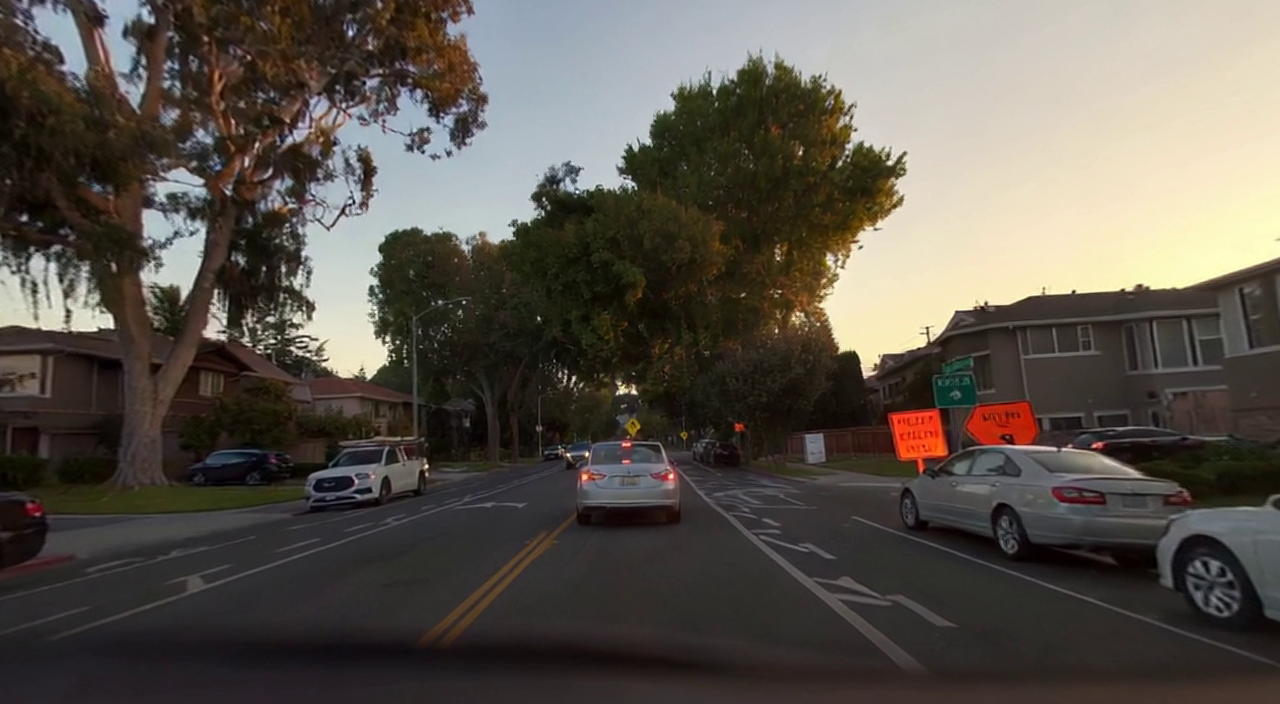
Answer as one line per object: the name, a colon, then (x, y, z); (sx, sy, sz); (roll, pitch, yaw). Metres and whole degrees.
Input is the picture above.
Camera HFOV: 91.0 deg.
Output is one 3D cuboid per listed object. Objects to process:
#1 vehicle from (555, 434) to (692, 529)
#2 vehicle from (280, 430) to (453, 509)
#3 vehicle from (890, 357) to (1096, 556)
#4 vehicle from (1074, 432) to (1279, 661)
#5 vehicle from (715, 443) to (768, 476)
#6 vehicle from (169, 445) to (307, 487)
vehicle: (-0.239, 2.358, 12.065); (2.151, 1.481, 4.084); (0, -9, 1)
vehicle: (-8.150, 3.563, 19.727); (2.659, 2.047, 6.014); (0, -9, 0)
vehicle: (5.272, 1.577, 9.828); (1.409, 2.648, 2.645); (1, -9, -4)
vehicle: (5.109, 1.203, 3.654); (1.864, 1.480, 4.587); (0, -9, -1)
vehicle: (4.917, 5.268, 30.990); (1.985, 1.481, 4.116); (0, -9, 1)
vehicle: (-16.637, 4.726, 26.218); (4.468, 1.517, 1.796); (-1, -9, -2)
